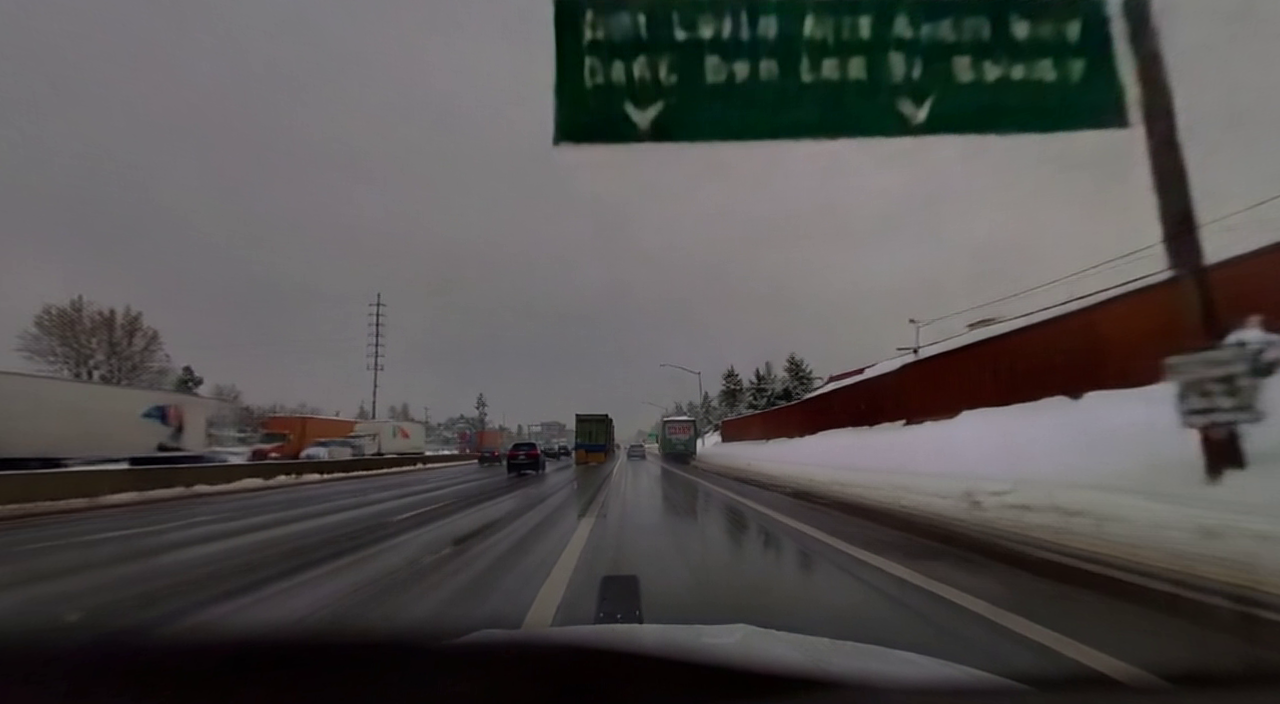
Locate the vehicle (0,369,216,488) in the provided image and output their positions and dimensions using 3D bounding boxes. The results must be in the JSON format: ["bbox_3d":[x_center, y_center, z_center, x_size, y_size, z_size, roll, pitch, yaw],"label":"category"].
[{"bbox_3d":[-22.870,3.220,25.449,2.814,3.929,13.332,0,-9,-2],"label":"vehicle"}]

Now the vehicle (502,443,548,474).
[{"bbox_3d":[-6.662,6.177,37.075,2.132,1.679,4.045,0,-9,-2],"label":"vehicle"}]

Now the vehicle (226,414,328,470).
[{"bbox_3d":[-27.208,6.876,48.042,2.985,3.820,8.369,0,-9,-3],"label":"vehicle"}]

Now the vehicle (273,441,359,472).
[{"bbox_3d":[-19.284,6.231,37.999,2.180,1.717,5.809,0,-9,-1],"label":"vehicle"}]
